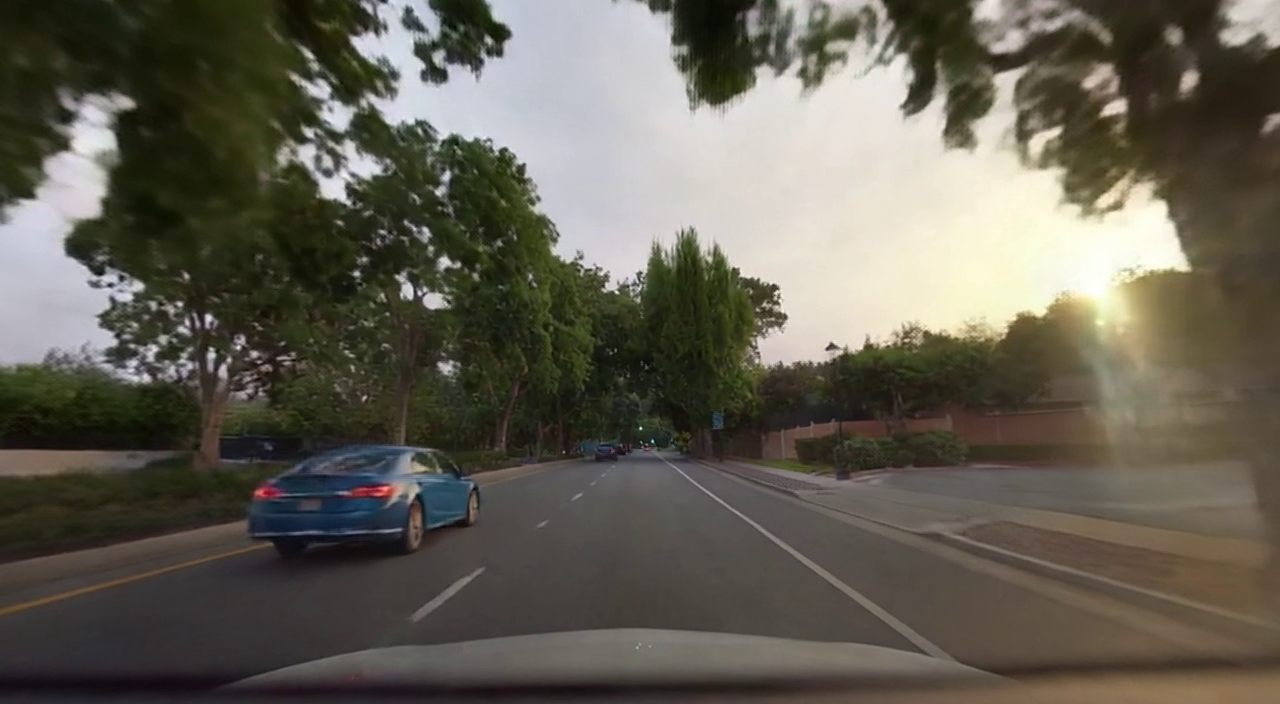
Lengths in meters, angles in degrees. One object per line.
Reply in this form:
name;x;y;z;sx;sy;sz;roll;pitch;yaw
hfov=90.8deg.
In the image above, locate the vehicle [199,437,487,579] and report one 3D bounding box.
vehicle;-3.612;1.948;8.769;1.870;1.431;4.317;-1;-9;1
